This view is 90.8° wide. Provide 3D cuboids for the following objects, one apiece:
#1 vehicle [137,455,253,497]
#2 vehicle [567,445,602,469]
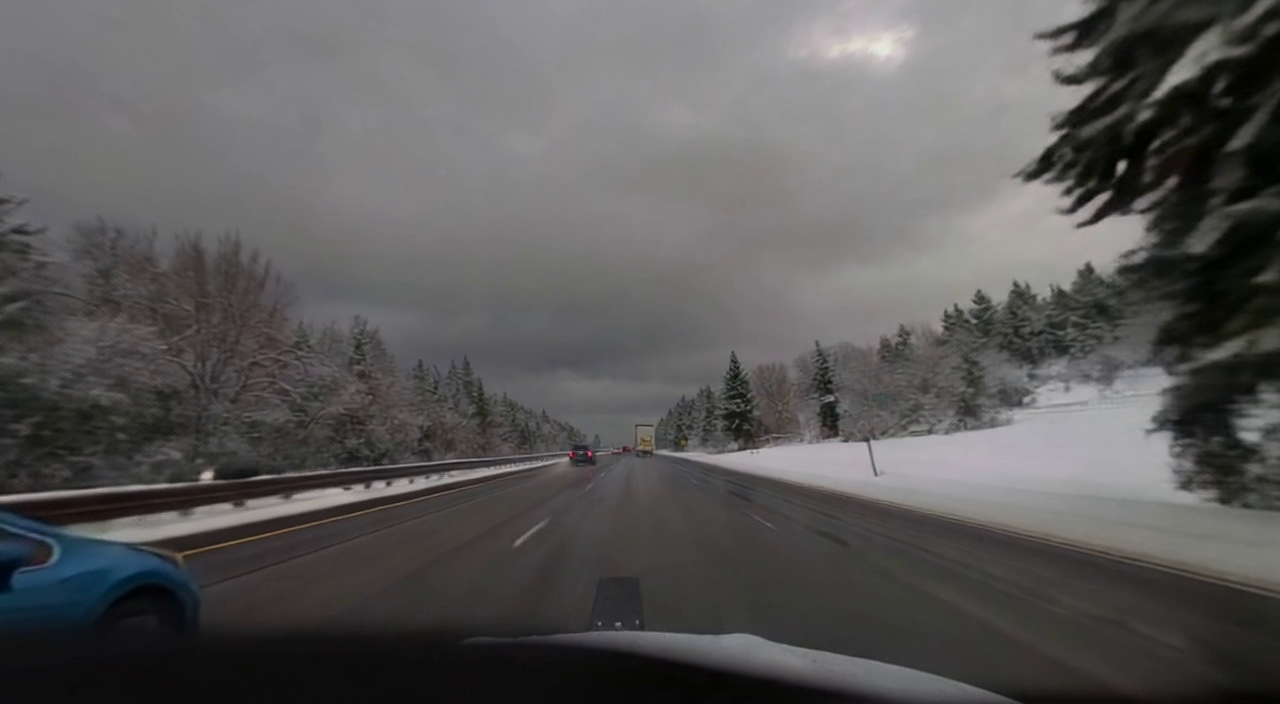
[{"bbox_3d":[-16.811,4.659,24.072,1.741,1.423,3.652,0,-9,0],"label":"vehicle"},{"bbox_3d":[-3.679,7.014,42.310,2.018,1.548,3.849,0,-9,-1],"label":"vehicle"}]
